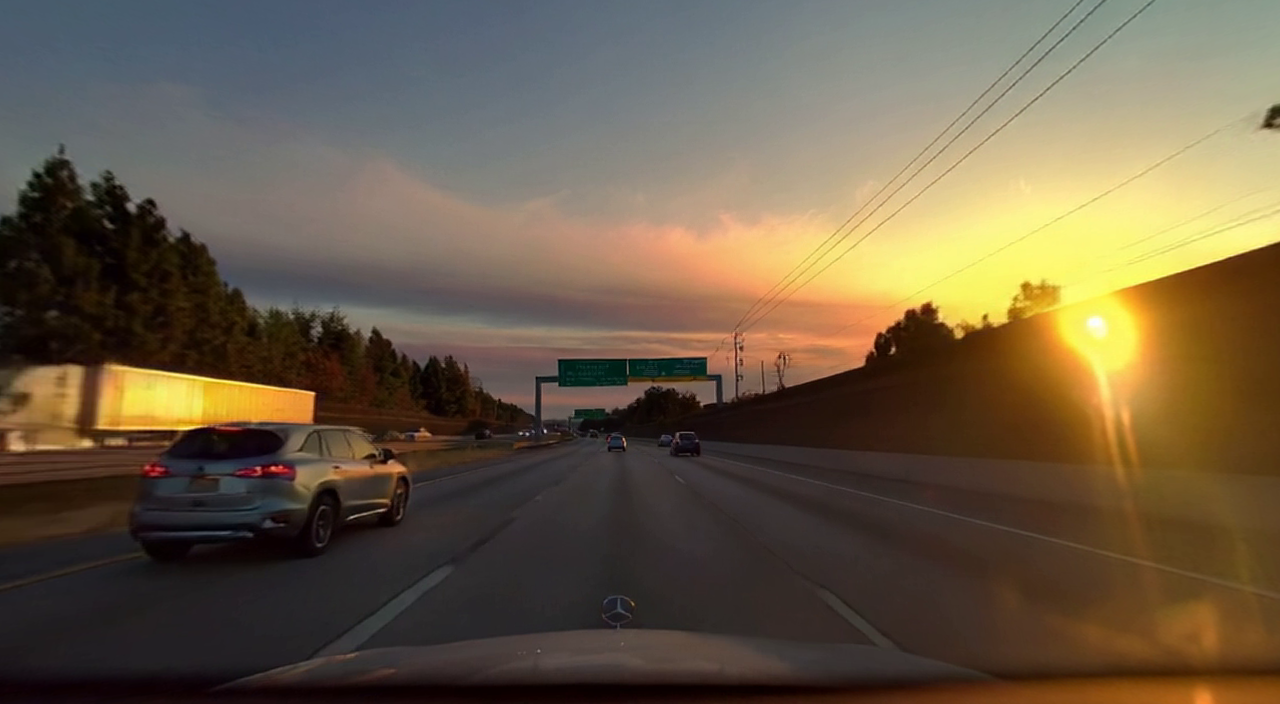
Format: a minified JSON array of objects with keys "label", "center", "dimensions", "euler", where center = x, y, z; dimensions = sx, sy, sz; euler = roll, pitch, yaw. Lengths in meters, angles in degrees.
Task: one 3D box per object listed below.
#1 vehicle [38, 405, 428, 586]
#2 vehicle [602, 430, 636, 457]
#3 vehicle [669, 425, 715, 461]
[{"label":"vehicle","center":[-4.319,1.540,7.709],"dimensions":[2.100,1.590,4.077],"euler":[0,-7,-1]},{"label":"vehicle","center":[-1.430,6.139,42.401],"dimensions":[2.159,1.690,3.720],"euler":[0,-7,-3]},{"label":"vehicle","center":[2.807,4.971,34.599],"dimensions":[1.976,1.905,3.263],"euler":[0,-7,-5]}]
